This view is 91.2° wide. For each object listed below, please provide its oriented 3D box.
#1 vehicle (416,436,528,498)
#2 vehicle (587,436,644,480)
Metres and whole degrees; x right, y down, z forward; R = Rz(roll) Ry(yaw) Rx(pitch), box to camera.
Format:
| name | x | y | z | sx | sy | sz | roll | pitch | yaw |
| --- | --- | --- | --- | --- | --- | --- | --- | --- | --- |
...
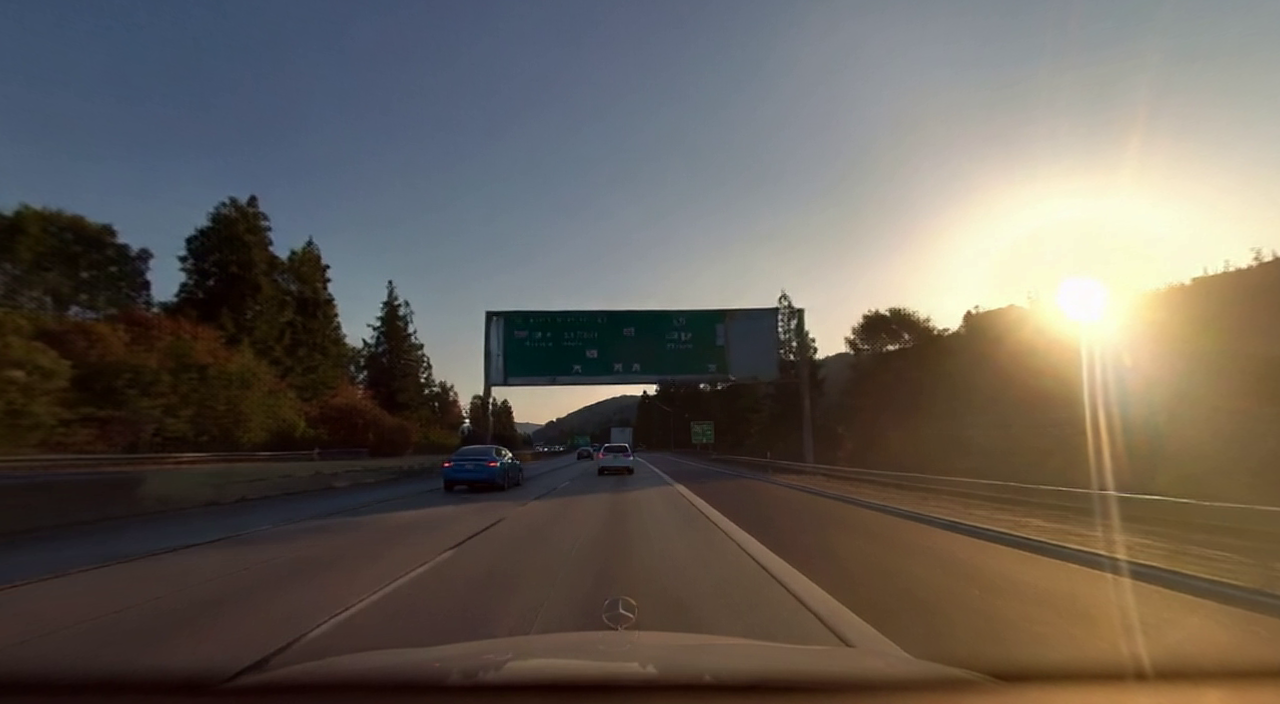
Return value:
| name | x | y | z | sx | sy | sz | roll | pitch | yaw |
| --- | --- | --- | --- | --- | --- | --- | --- | --- | --- |
| vehicle | -4.848 | 3.384 | 18.879 | 2.103 | 1.588 | 4.709 | -1 | -9 | 0 |
| vehicle | -1.007 | 4.480 | 26.715 | 2.220 | 1.711 | 4.056 | 0 | -9 | -1 |
